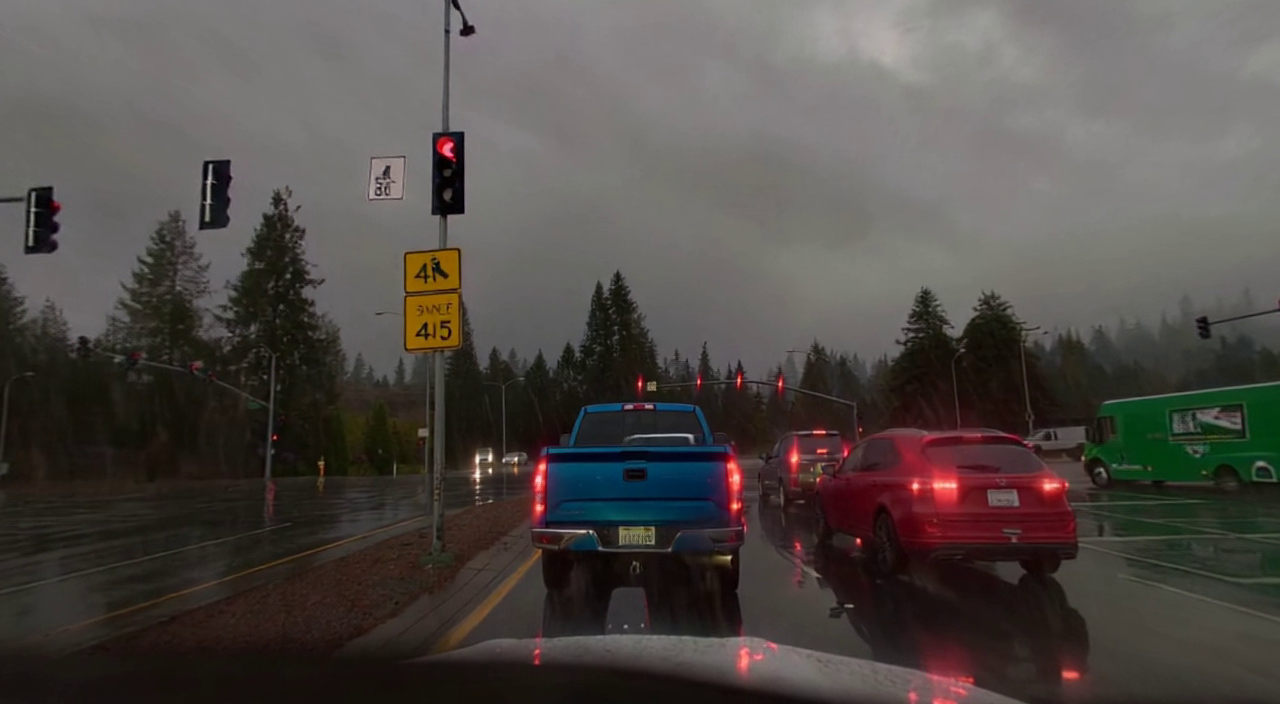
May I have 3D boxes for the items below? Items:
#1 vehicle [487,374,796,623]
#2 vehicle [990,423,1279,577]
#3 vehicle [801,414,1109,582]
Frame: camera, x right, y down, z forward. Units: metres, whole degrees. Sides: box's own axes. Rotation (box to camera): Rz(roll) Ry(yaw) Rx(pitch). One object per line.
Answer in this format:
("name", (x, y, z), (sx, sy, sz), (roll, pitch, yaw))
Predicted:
("vehicle", (0.041, 1.470, 7.335), (2.326, 1.880, 4.964), (0, -8, 1))
("vehicle", (6.830, 1.747, 8.289), (1.973, 1.470, 4.228), (0, -8, 0))
("vehicle", (3.578, 1.717, 8.194), (1.981, 1.616, 4.006), (0, -8, 1))
